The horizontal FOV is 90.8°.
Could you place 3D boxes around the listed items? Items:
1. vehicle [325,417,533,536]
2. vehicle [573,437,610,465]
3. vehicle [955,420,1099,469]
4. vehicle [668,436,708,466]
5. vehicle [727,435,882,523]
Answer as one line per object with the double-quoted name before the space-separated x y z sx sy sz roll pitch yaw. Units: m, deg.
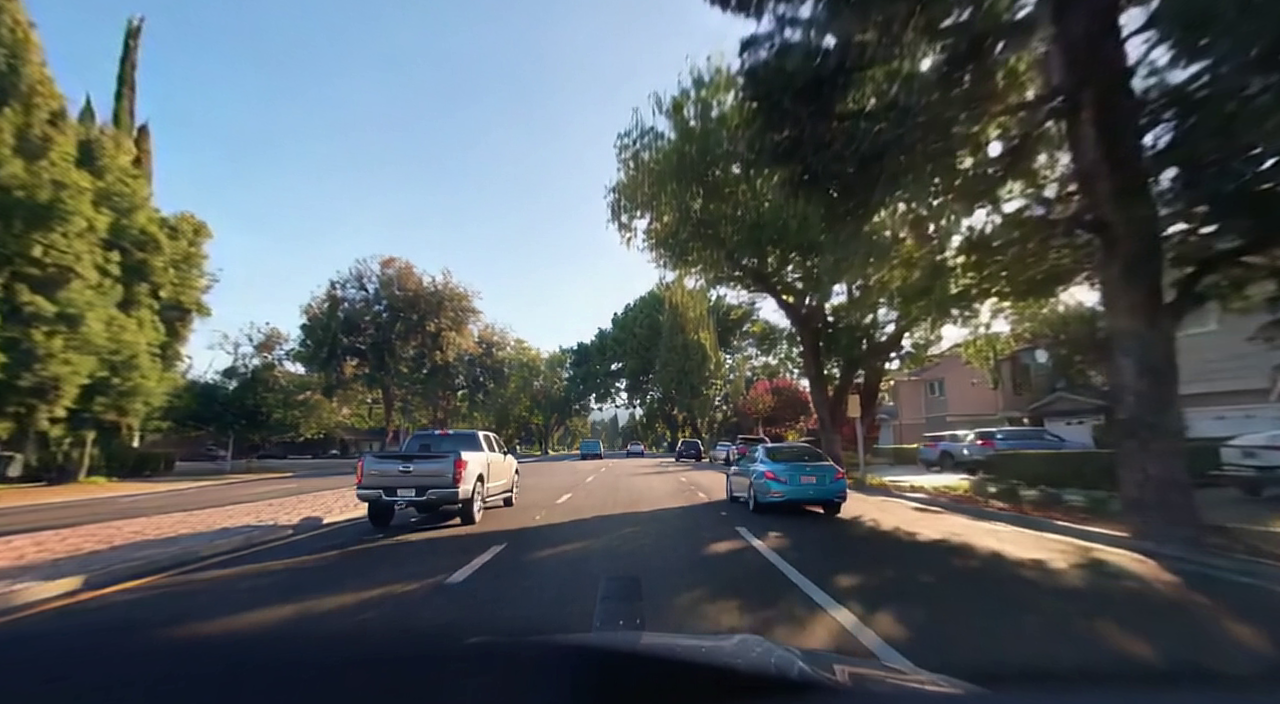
"vehicle" -3.596 2.232 12.101 2.111 1.745 5.274 0 -8 1
"vehicle" -3.354 6.879 44.197 2.218 1.829 4.492 0 -8 0
"vehicle" 15.071 3.636 24.785 4.320 1.792 1.989 0 -8 -1
"vehicle" 3.098 6.490 41.630 2.099 1.845 4.363 0 -8 -2
"vehicle" 3.080 2.452 12.823 1.884 1.463 4.195 0 -8 -2
